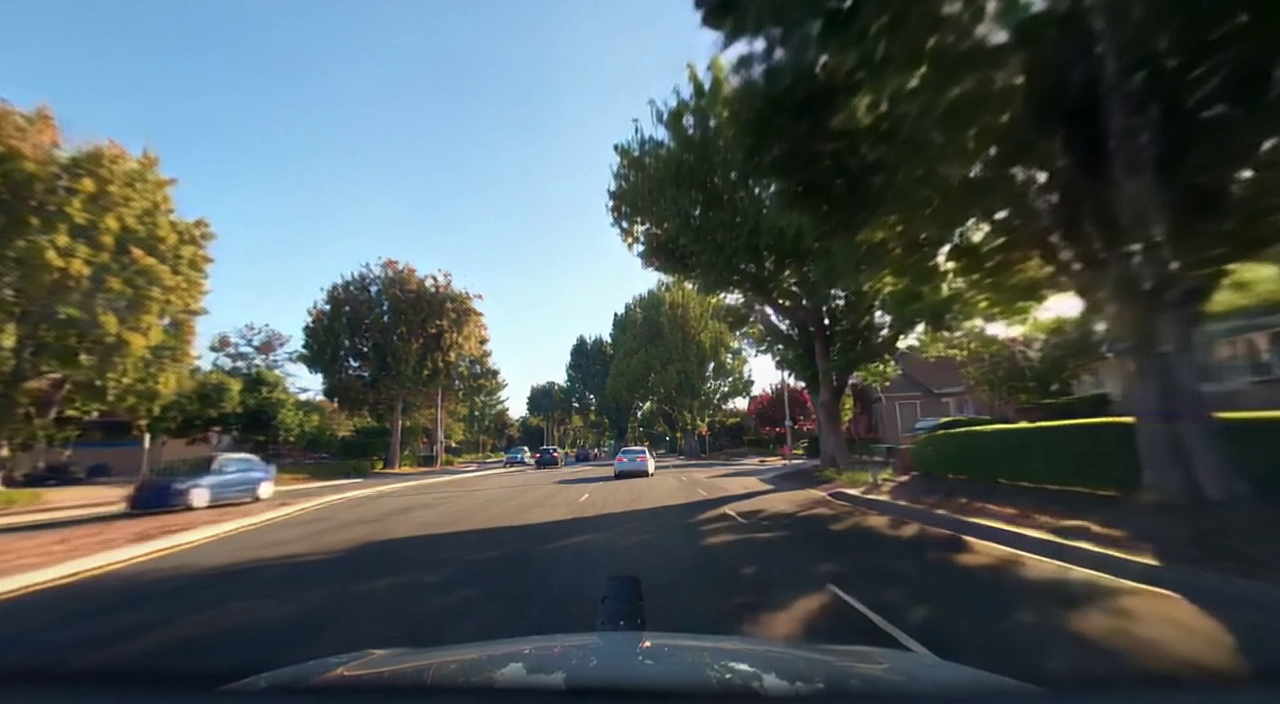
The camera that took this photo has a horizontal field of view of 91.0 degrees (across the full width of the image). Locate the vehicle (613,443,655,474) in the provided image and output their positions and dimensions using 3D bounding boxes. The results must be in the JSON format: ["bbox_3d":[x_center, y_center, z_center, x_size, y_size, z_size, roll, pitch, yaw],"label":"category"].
[{"bbox_3d":[-0.248,5.667,33.706,2.106,1.517,4.375,0,-9,1],"label":"vehicle"}]

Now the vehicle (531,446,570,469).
[{"bbox_3d":[-6.039,7.172,42.918,2.014,1.472,4.357,0,-9,0],"label":"vehicle"}]

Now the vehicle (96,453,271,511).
[{"bbox_3d":[-13.772,3.911,19.435,1.949,1.517,4.459,0,-9,1],"label":"vehicle"}]
